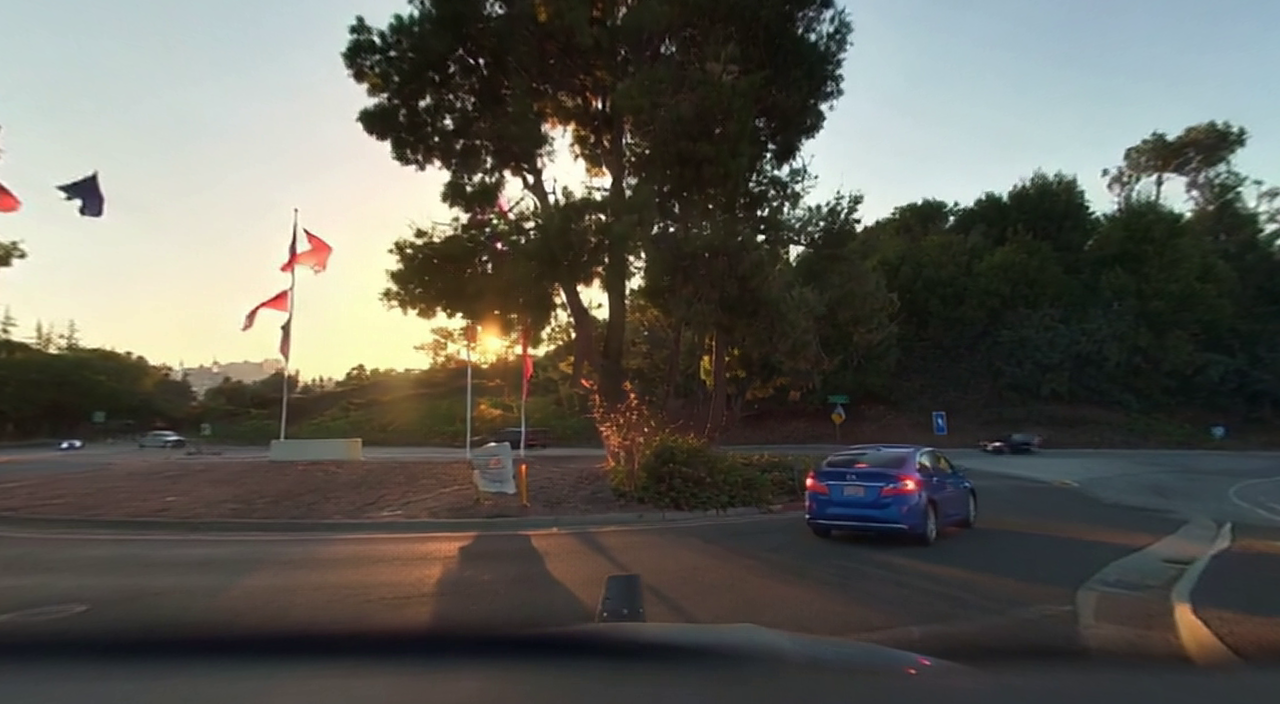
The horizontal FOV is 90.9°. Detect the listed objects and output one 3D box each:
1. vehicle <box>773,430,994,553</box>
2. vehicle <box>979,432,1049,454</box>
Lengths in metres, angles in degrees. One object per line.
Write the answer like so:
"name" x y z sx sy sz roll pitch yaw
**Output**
"vehicle" 4.198 2.185 10.558 2.078 1.607 4.010 -8 -12 41
"vehicle" 27.936 6.810 47.195 4.045 1.569 1.781 -1 -9 7
